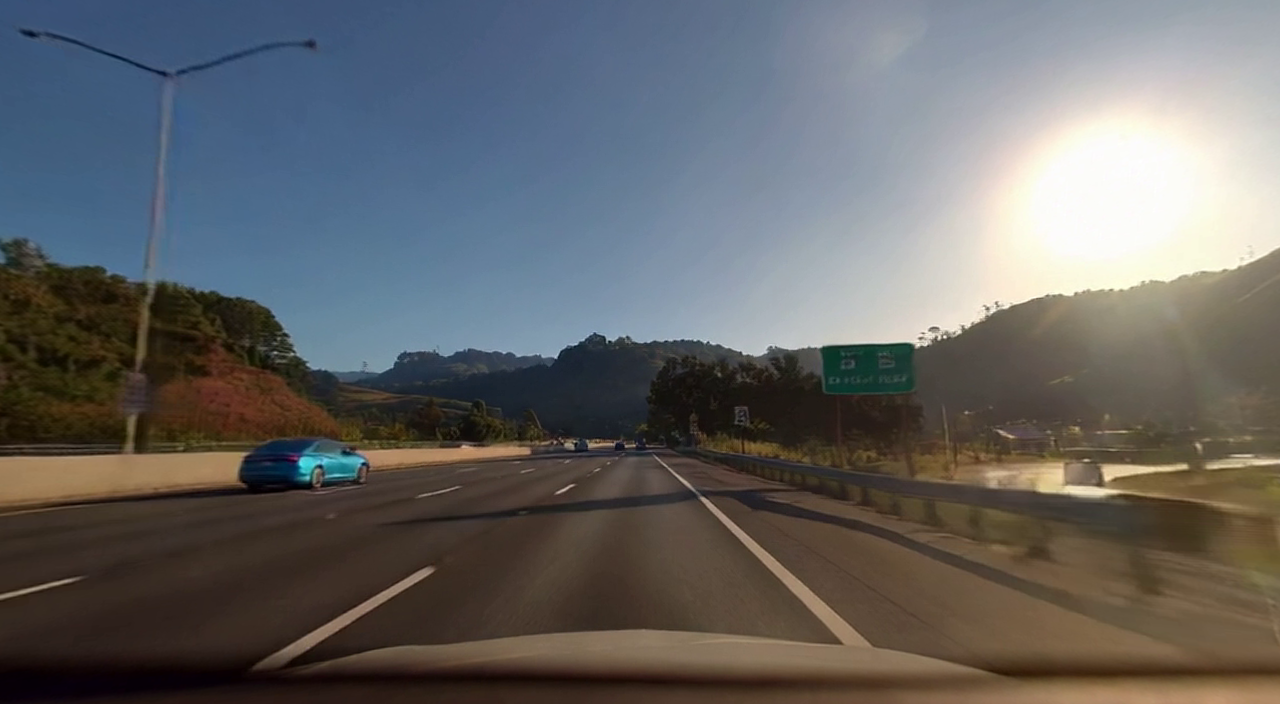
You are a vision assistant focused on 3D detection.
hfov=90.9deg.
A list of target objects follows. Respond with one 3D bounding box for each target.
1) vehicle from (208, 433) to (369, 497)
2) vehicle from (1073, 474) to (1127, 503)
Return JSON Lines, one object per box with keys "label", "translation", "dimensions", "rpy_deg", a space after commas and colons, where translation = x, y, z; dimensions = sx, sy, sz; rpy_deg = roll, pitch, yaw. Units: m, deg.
{"label": "vehicle", "translation": [-10.844, 3.495, 20.027], "dimensions": [2.152, 1.753, 4.972], "rpy_deg": [0, -8, 1]}
{"label": "vehicle", "translation": [33.343, 9.848, 45.810], "dimensions": [2.108, 1.763, 4.817], "rpy_deg": [-4, -9, 24]}
